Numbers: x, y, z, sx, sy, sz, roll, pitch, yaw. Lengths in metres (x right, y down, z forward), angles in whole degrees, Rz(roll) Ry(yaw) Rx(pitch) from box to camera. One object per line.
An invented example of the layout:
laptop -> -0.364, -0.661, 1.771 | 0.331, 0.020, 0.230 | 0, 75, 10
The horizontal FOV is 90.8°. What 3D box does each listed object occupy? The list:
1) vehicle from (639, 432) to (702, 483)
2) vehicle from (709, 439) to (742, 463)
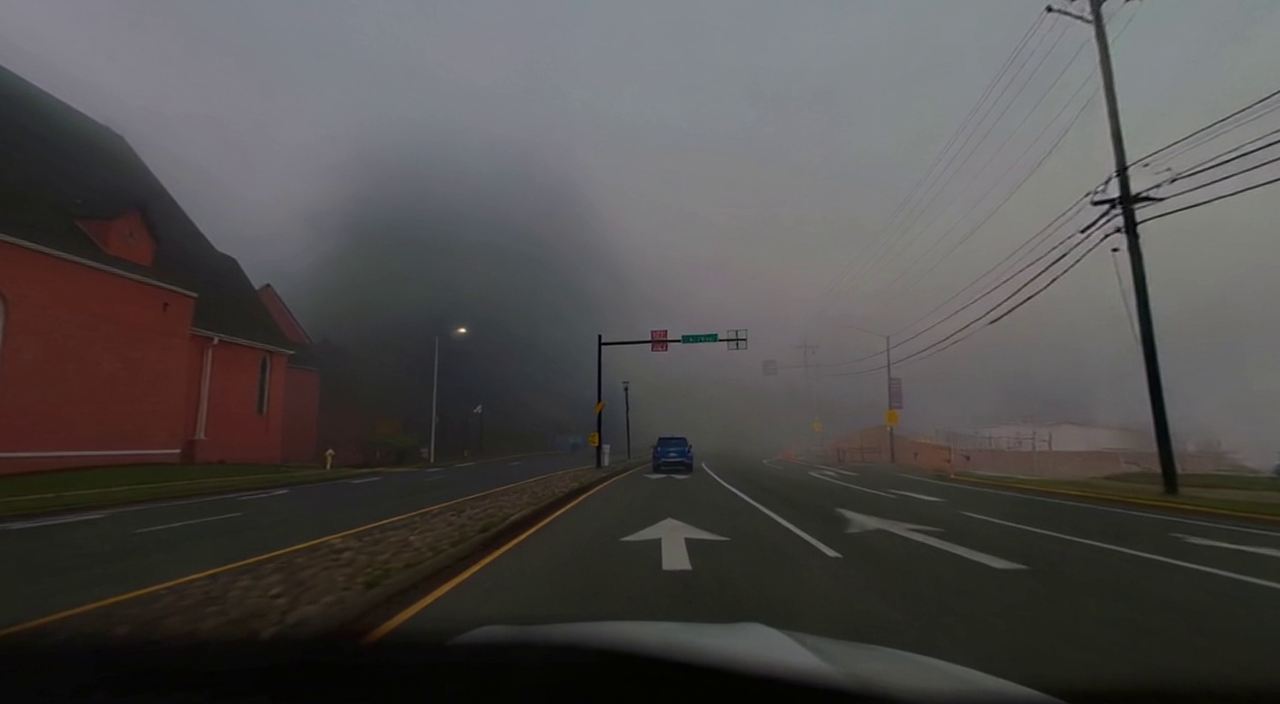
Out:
vehicle -> 1.101, 3.748, 22.593 | 2.032, 1.621, 4.082 | -1, -9, 3
vehicle -> 6.554, 7.653, 48.936 | 2.273, 1.734, 5.120 | -1, -9, 6
